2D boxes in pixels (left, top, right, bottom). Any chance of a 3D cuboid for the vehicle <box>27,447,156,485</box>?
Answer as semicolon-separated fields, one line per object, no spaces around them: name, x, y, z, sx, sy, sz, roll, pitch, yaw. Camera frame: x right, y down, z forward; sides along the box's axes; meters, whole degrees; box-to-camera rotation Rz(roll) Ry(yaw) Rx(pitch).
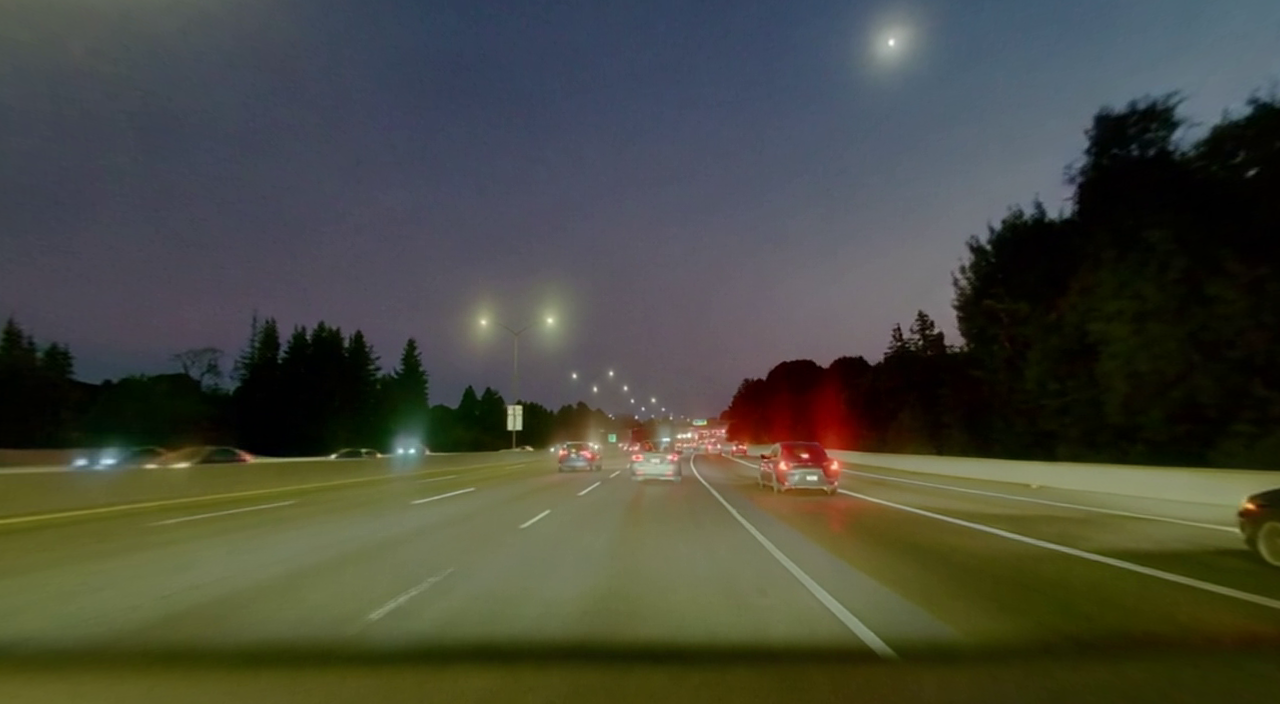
vehicle;-27.350;5.683;31.670;2.015;1.734;4.688;0;-9;3

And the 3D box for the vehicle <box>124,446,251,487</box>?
vehicle;-20.652;5.200;29.047;2.079;1.684;4.734;0;-9;4

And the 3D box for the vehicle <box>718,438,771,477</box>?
vehicle;5.087;5.193;31.182;2.063;1.710;4.591;0;-9;3

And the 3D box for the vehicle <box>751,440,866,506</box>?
vehicle;4.343;3.177;16.998;1.999;1.514;4.338;0;-9;1

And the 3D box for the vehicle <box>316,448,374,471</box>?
vehicle;-22.471;8.155;48.133;1.918;1.639;4.454;0;-9;5

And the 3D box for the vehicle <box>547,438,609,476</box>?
vehicle;-2.828;4.961;29.859;2.128;1.627;4.697;0;-9;4

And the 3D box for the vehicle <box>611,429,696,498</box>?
vehicle;0.415;3.170;18.192;2.181;1.728;3.970;0;-9;2
